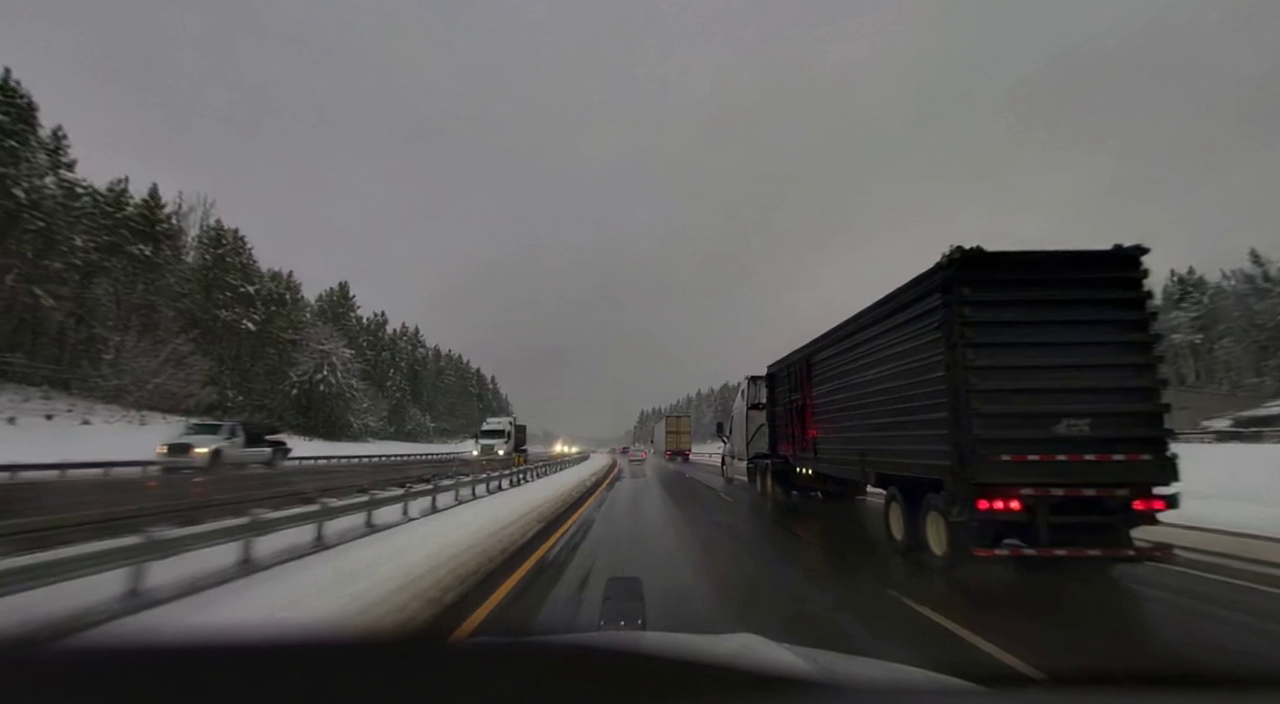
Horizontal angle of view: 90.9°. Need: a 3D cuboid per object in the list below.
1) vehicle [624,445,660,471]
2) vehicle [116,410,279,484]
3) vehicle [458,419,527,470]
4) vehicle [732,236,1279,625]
[{"bbox_3d":[0.065,6.569,39.138,2.051,1.513,4.511,0,-9,-1],"label":"vehicle"},{"bbox_3d":[-17.314,3.802,25.174,2.352,2.601,5.466,0,-9,2],"label":"vehicle"},{"bbox_3d":[-9.025,5.817,39.416,2.632,2.884,7.040,0,-9,0],"label":"vehicle"},{"bbox_3d":[4.546,1.743,12.929,2.867,3.571,14.305,0,-9,-1],"label":"vehicle"}]
